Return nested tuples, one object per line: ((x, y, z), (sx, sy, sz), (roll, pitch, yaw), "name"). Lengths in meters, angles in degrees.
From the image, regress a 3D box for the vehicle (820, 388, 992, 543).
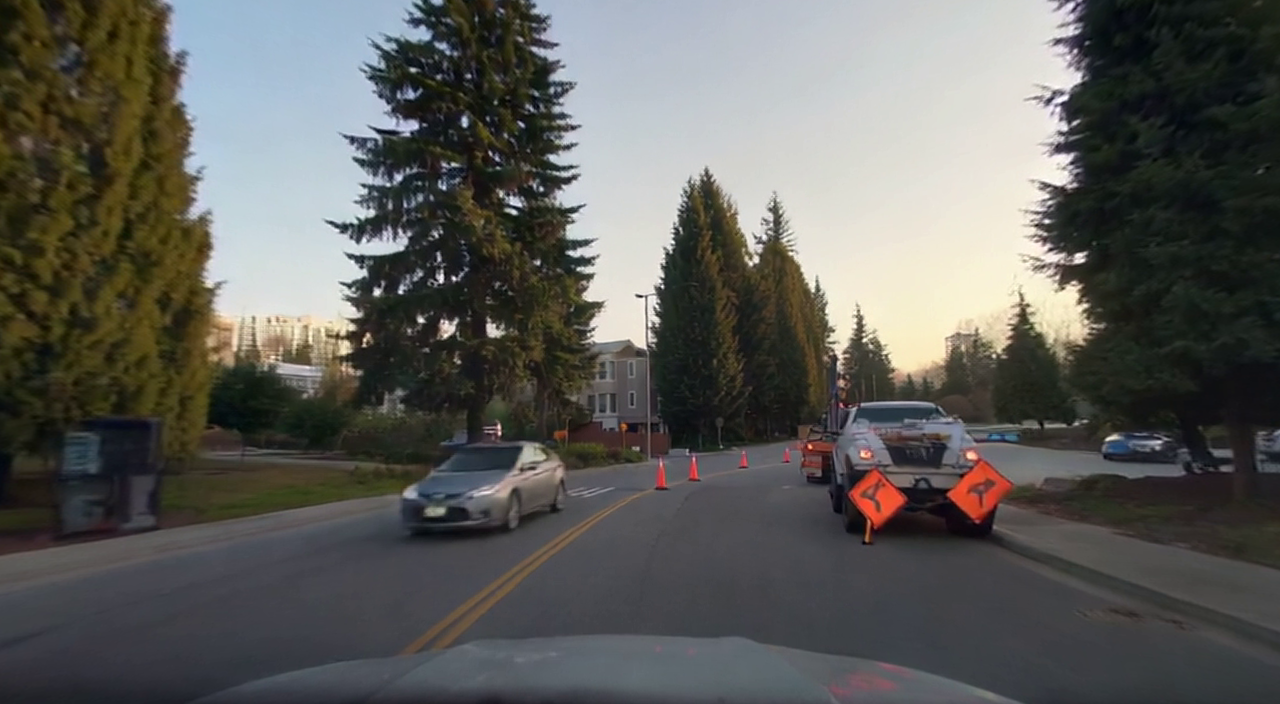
((4.345, 1.863, 10.903), (1.913, 2.241, 3.024), (-2, -7, 8), "vehicle")

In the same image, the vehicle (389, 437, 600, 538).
((-2.323, 2.296, 11.548), (1.933, 1.428, 4.449), (-2, -8, 14), "vehicle")
